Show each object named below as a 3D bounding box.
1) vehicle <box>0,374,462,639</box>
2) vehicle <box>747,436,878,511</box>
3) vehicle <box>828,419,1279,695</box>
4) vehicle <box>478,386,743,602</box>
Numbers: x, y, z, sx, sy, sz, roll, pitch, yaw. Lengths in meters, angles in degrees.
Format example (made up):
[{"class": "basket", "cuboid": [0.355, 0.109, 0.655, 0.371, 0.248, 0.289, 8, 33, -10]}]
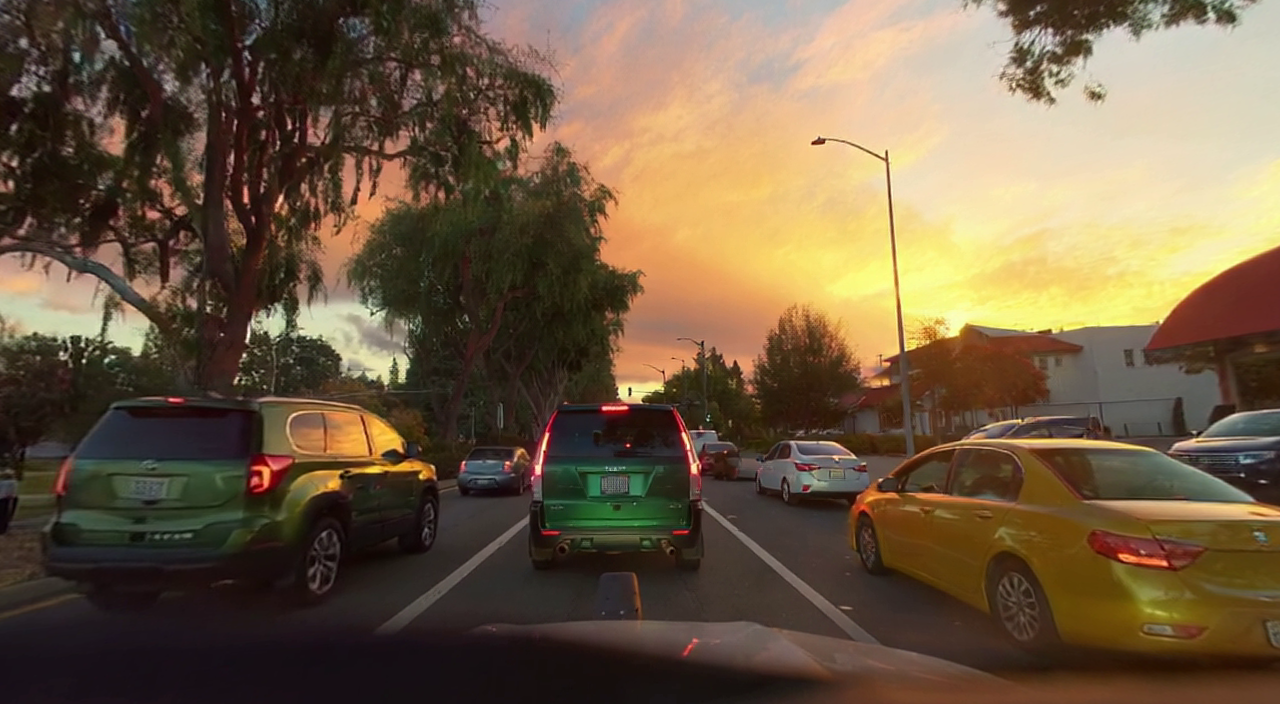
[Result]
[{"class": "vehicle", "cuboid": [-3.673, 1.411, 6.739, 2.231, 1.853, 4.461, 0, -9, 0]}, {"class": "vehicle", "cuboid": [3.917, 2.820, 15.163, 1.875, 1.521, 4.192, 0, -9, -1]}, {"class": "vehicle", "cuboid": [3.360, 1.437, 5.678, 1.900, 1.477, 4.352, 0, -9, -1]}, {"class": "vehicle", "cuboid": [-0.293, 1.514, 7.532, 2.238, 1.825, 4.190, 0, -9, -1]}]
